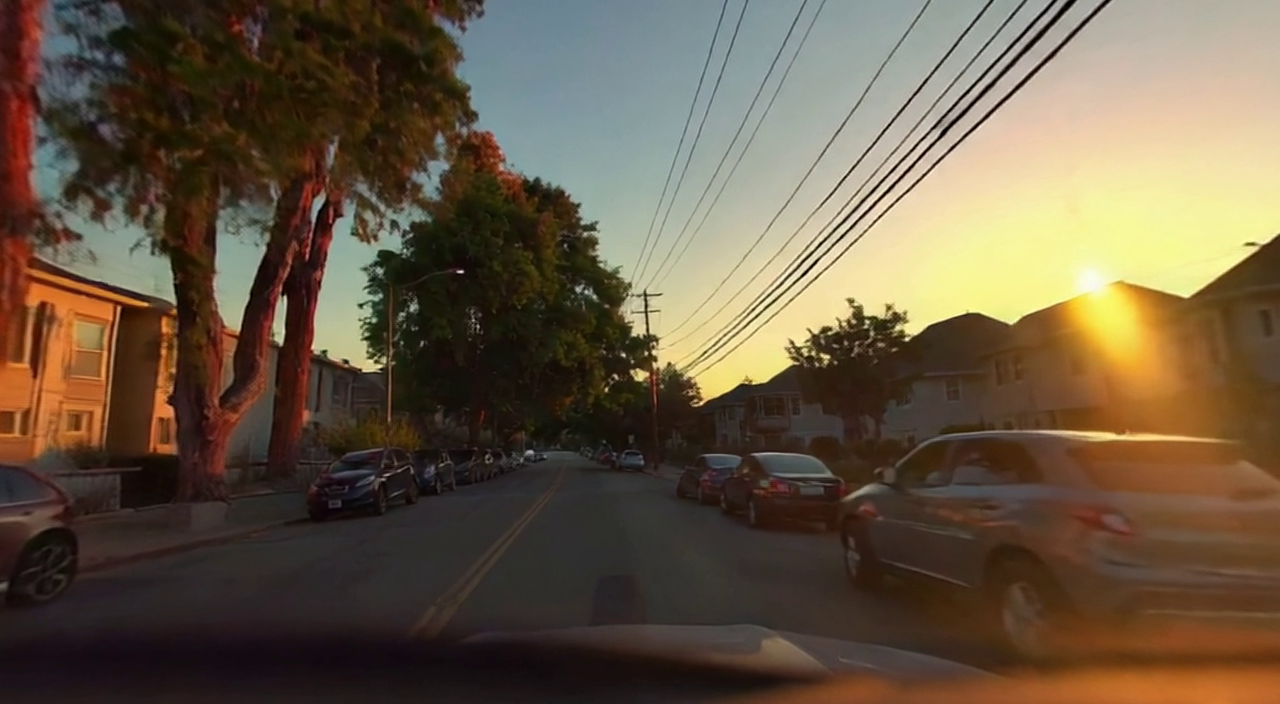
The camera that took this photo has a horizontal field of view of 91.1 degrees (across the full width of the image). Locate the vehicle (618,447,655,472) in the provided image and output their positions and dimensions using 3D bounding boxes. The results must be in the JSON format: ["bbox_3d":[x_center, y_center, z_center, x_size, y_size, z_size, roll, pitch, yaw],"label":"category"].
[{"bbox_3d":[-0.294,7.870,45.777,2.328,1.730,4.225,1,-10,-5],"label":"vehicle"}]

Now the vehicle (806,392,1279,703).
[{"bbox_3d":[3.429,1.386,5.280,2.272,1.626,5.170,1,-9,-5],"label":"vehicle"}]

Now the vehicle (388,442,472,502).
[{"bbox_3d":[-8.519,4.837,26.024,2.120,1.989,5.616,-2,-7,-6],"label":"vehicle"}]

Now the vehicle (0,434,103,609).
[{"bbox_3d":[-7.779,1.647,5.712,2.037,1.851,4.569,0,-11,-7],"label":"vehicle"}]

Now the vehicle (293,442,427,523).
[{"bbox_3d":[-7.831,3.620,18.153,2.056,1.876,4.824,-1,-8,-5],"label":"vehicle"}]

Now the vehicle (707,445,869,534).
[{"bbox_3d":[2.784,2.705,13.108,1.868,1.494,4.652,1,-9,-5],"label":"vehicle"}]
